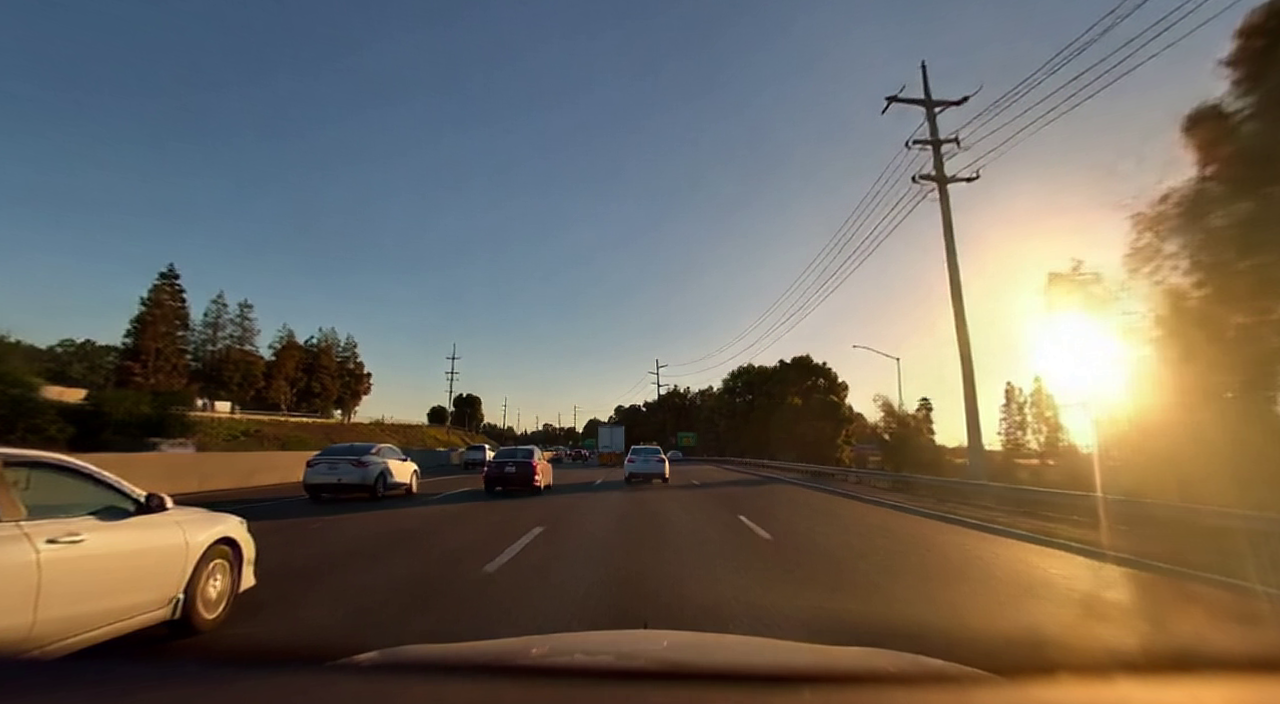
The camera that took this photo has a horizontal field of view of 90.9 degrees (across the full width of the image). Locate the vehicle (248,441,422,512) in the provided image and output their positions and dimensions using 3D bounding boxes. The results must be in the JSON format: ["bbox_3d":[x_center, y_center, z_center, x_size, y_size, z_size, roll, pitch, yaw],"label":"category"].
[{"bbox_3d":[-7.084,2.906,15.283,1.867,1.445,4.499,0,-9,2],"label":"vehicle"}]

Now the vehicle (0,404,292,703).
[{"bbox_3d":[-3.667,0.976,2.642,1.883,1.500,4.373,0,-9,1],"label":"vehicle"}]

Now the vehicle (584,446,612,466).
[{"bbox_3d":[-3.115,7.846,47.680,1.840,1.439,3.687,0,-9,0],"label":"vehicle"}]

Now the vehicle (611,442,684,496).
[{"bbox_3d":[0.180,3.608,19.905,2.018,1.470,4.491,0,-9,-1],"label":"vehicle"}]

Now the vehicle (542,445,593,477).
[{"bbox_3d":[-3.452,5.256,30.644,2.013,1.437,3.801,0,-9,0],"label":"vehicle"}]

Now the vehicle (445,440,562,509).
[{"bbox_3d":[-3.199,2.947,15.653,1.912,1.464,4.115,0,-9,1],"label":"vehicle"}]
